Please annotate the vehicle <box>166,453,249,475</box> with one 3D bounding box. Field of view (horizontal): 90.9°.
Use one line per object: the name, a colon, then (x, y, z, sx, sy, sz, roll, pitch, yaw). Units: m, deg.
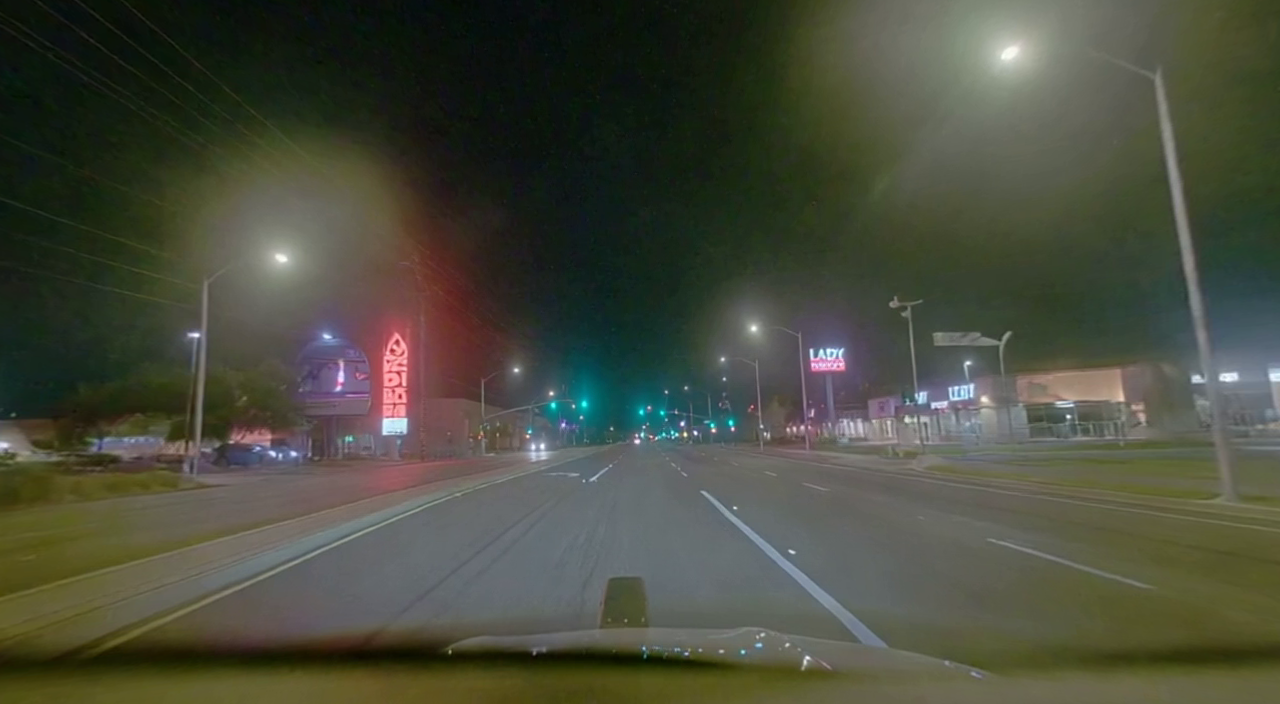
vehicle: (-29.854, 7.734, 43.561, 4.417, 1.449, 1.887, 0, -8, 3)
